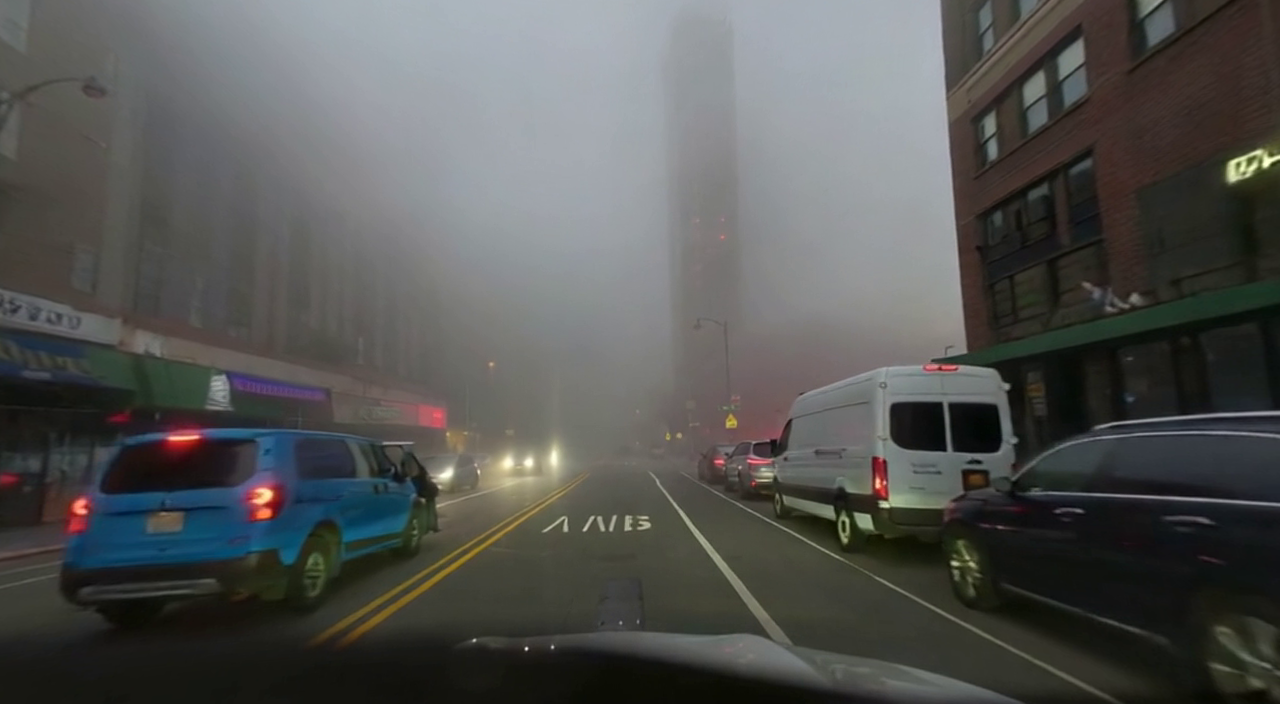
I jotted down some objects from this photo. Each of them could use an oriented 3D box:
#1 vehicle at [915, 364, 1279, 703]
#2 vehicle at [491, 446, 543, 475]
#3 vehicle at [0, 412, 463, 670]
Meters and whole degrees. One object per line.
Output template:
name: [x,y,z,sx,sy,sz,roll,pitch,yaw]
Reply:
vehicle: [3.897,1.099,3.860,2.040,1.790,5.044,0,-8,-2]
vehicle: [-6.897,6.124,35.998,1.993,1.484,4.812,0,-8,0]
vehicle: [-3.285,1.481,6.147,2.024,1.579,4.300,0,-8,-2]
